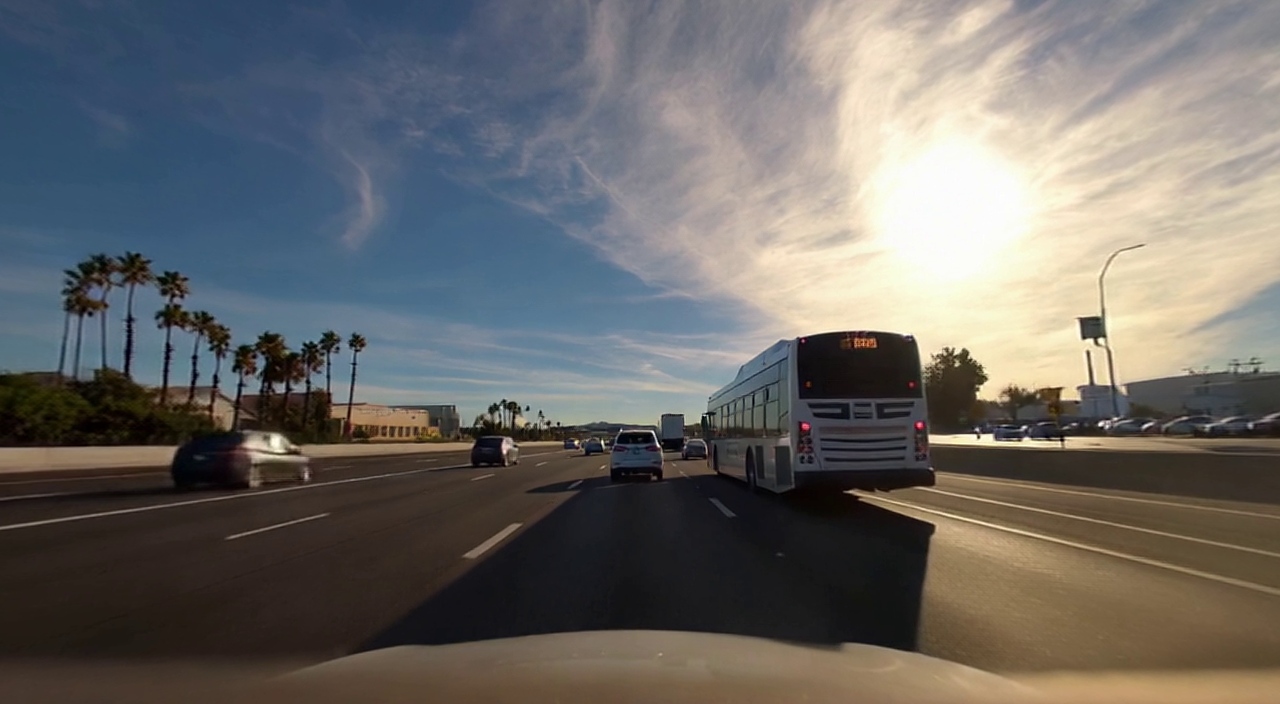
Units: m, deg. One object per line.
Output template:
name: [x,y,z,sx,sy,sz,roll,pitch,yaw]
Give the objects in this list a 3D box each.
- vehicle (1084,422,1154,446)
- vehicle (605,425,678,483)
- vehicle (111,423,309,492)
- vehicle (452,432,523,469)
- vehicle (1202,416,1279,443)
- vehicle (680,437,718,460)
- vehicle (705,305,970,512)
vehicle: [32.268,5.587,42.515,1.795,1.481,3.986,-1,-9,5]
vehicle: [0.065,3.509,21.815,2.268,1.796,4.280,0,-9,0]
vehicle: [-12.271,3.062,18.537,2.332,1.748,4.897,0,-9,0]
vehicle: [-7.563,4.964,31.788,2.291,1.729,4.879,0,-9,1]
vehicle: [41.697,5.312,43.225,4.482,1.671,1.852,-8,-9,42]
vehicle: [4.019,6.671,43.529,2.039,1.516,4.521,0,-9,-2]
vehicle: [4.120,2.017,18.087,3.020,3.622,14.302,0,-9,0]
